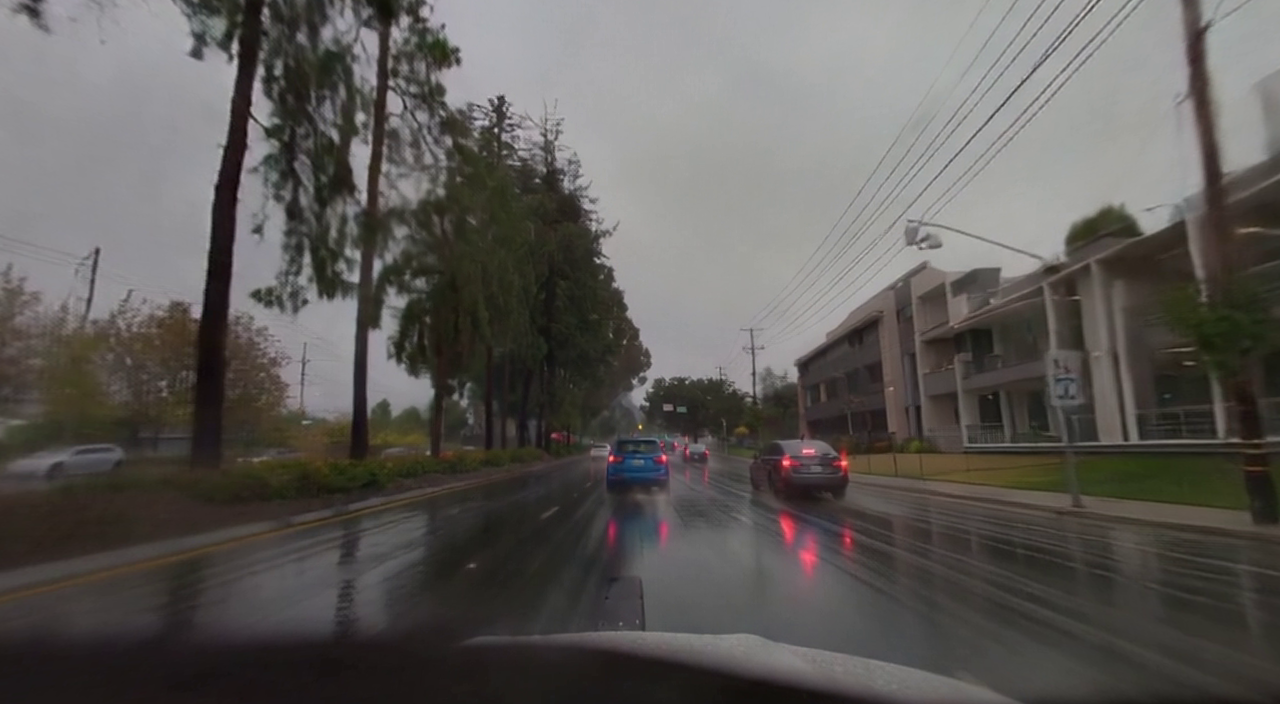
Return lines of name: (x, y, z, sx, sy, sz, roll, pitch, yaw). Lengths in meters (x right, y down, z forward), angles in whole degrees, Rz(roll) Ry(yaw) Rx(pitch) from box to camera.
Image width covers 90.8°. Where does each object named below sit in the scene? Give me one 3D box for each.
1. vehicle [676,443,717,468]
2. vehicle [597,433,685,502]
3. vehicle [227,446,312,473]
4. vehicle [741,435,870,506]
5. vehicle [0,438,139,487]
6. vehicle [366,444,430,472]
vehicle: (3.430, 6.425, 39.318, 2.054, 1.461, 4.321, 0, -9, -2)
vehicle: (-0.013, 3.045, 17.056, 2.073, 1.606, 3.933, 0, -9, -1)
vehicle: (-21.391, 6.207, 36.745, 2.026, 1.496, 4.680, 0, -9, 2)
vehicle: (4.028, 2.961, 16.255, 2.086, 1.534, 4.351, 0, -9, -1)
vehicle: (-22.323, 4.249, 24.528, 1.982, 1.699, 4.421, 0, -9, 1)
vehicle: (-13.925, 6.122, 36.611, 2.031, 1.490, 4.284, 0, -9, 0)
